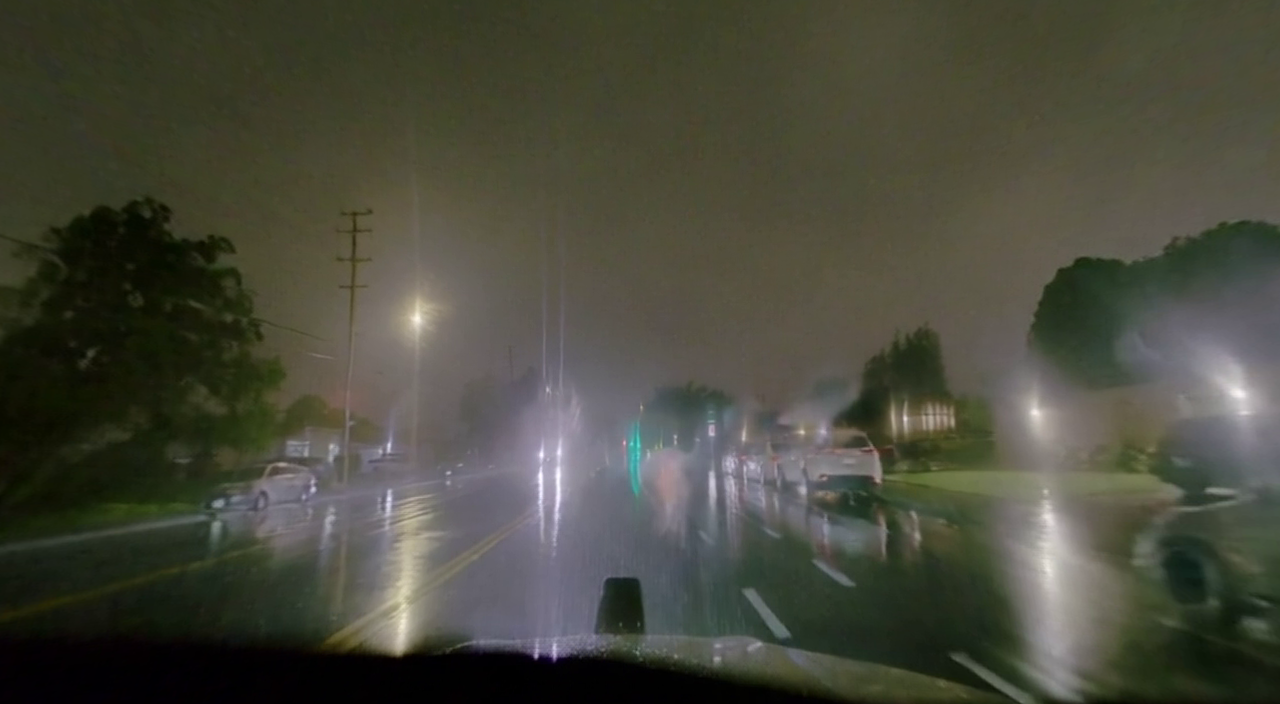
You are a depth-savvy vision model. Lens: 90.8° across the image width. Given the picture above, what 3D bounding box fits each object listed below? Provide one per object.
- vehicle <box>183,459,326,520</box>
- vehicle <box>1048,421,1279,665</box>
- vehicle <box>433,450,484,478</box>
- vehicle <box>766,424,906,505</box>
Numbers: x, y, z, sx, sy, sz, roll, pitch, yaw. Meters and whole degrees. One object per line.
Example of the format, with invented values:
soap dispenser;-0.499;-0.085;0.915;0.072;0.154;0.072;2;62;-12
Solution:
vehicle;-12.579;4.460;20.988;1.972;1.475;4.503;-6;-9;-1
vehicle;4.917;1.113;3.531;2.031;1.473;4.784;0;-9;-1
vehicle;-12.804;7.913;44.917;2.128;1.768;5.306;0;-9;0
vehicle;4.626;2.746;15.787;1.919;1.698;4.747;0;-9;0
